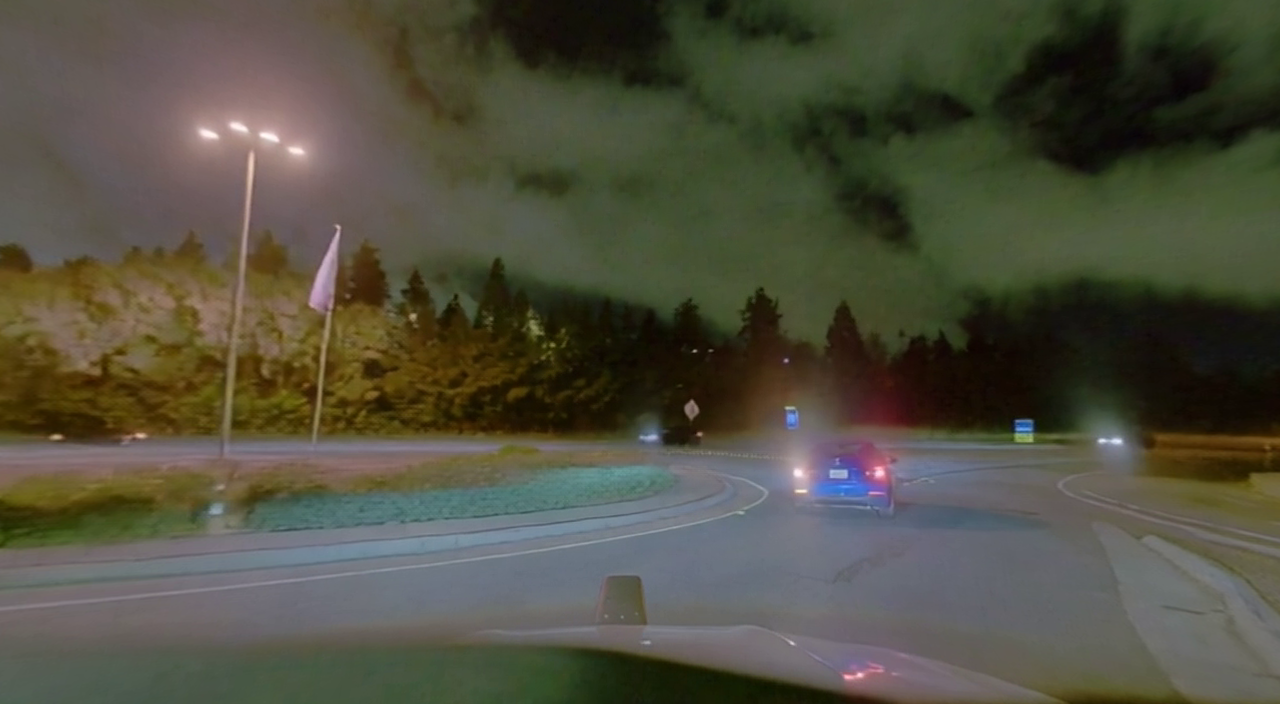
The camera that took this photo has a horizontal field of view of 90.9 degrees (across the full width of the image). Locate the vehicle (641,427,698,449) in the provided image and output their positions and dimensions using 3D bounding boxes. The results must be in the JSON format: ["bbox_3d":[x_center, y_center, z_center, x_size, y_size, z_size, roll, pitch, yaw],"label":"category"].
[{"bbox_3d":[2.176,6.429,46.994,4.045,1.569,1.781,1,-9,-7],"label":"vehicle"}]

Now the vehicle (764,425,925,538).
[{"bbox_3d":[3.856,2.229,11.410,2.078,1.607,4.010,-5,-10,27],"label":"vehicle"}]

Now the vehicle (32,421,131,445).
[{"bbox_3d":[-37.554,5.480,42.483,4.652,1.498,1.783,1,-9,-8],"label":"vehicle"}]
